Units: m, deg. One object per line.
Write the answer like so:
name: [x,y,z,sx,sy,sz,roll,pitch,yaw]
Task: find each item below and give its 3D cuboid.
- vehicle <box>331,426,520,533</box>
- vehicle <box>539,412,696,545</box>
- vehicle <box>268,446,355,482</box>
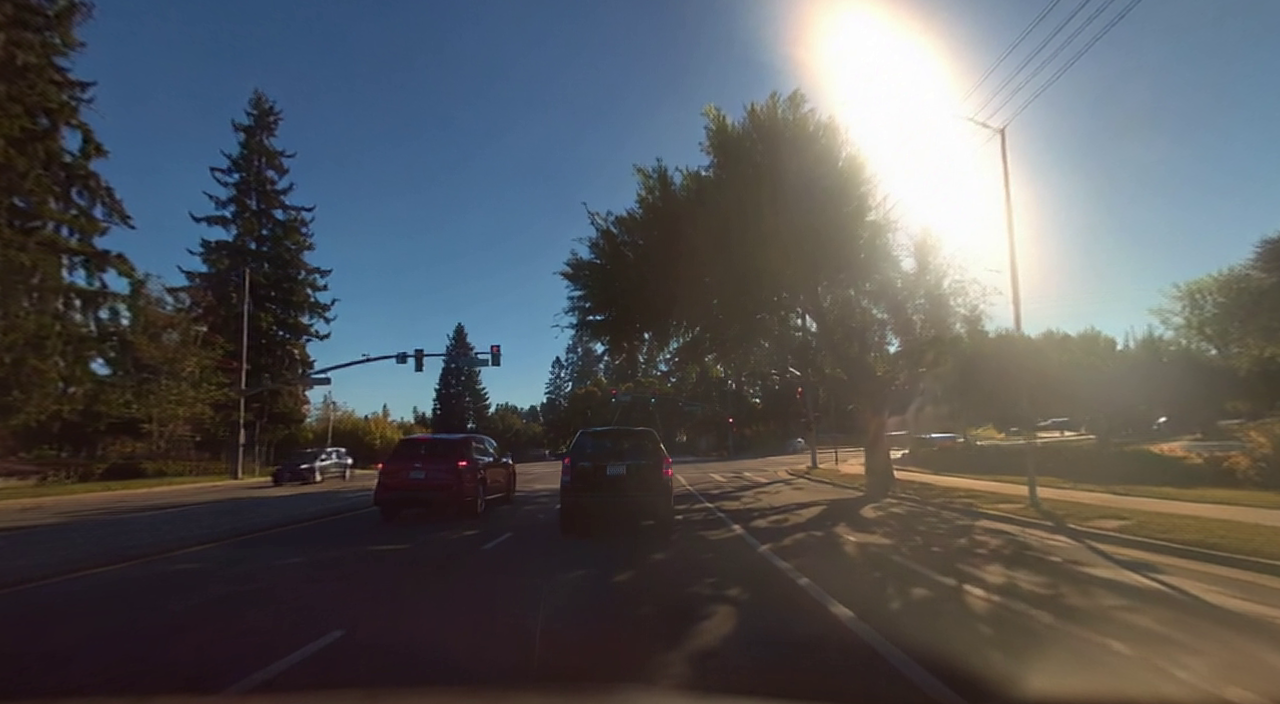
vehicle: [-3.822,2.347,12.254,2.009,1.673,4.454,0,-8,1]
vehicle: [-0.268,2.098,11.187,2.131,1.793,5.016,0,-8,1]
vehicle: [-16.059,5.511,31.187,2.003,1.653,4.388,0,-10,-2]
